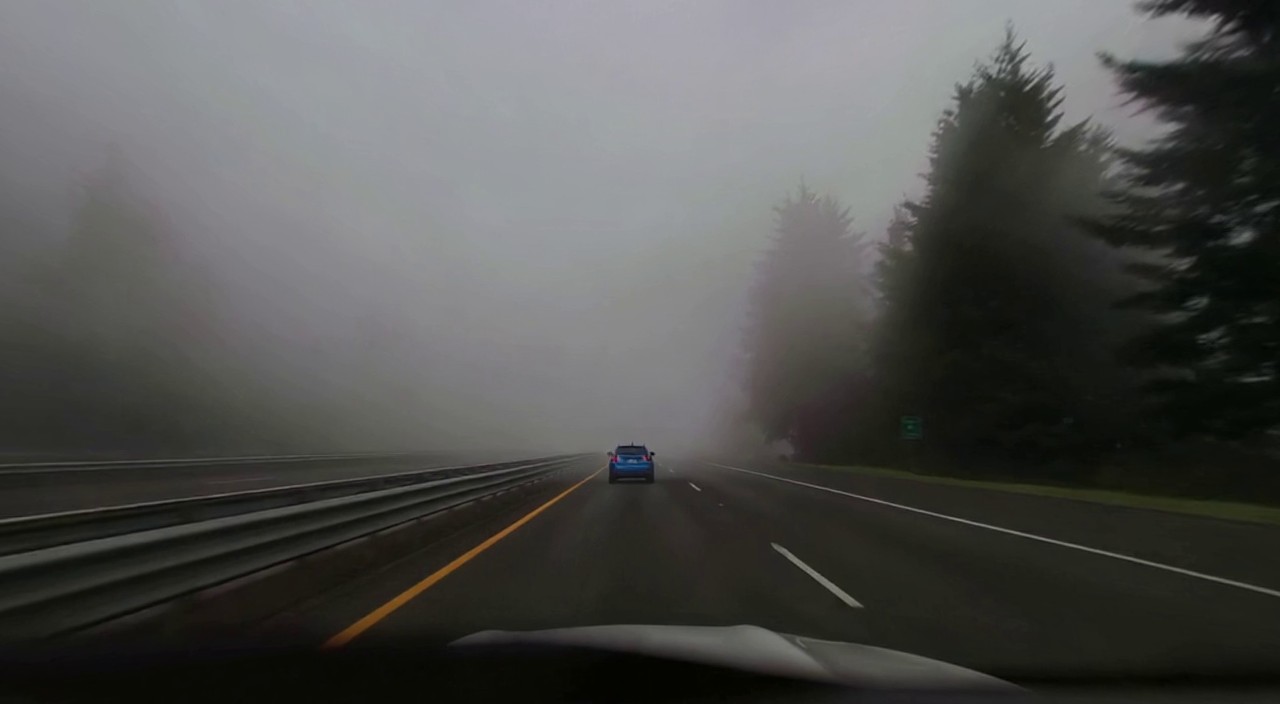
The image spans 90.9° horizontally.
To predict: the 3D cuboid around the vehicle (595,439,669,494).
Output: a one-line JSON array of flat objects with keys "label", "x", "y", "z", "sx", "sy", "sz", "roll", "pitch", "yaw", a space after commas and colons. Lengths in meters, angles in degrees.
[{"label": "vehicle", "x": -0.228, "y": 3.526, "z": 19.762, "sx": 2.069, "sy": 1.523, "sz": 4.012, "roll": 0, "pitch": -9, "yaw": 0}]
